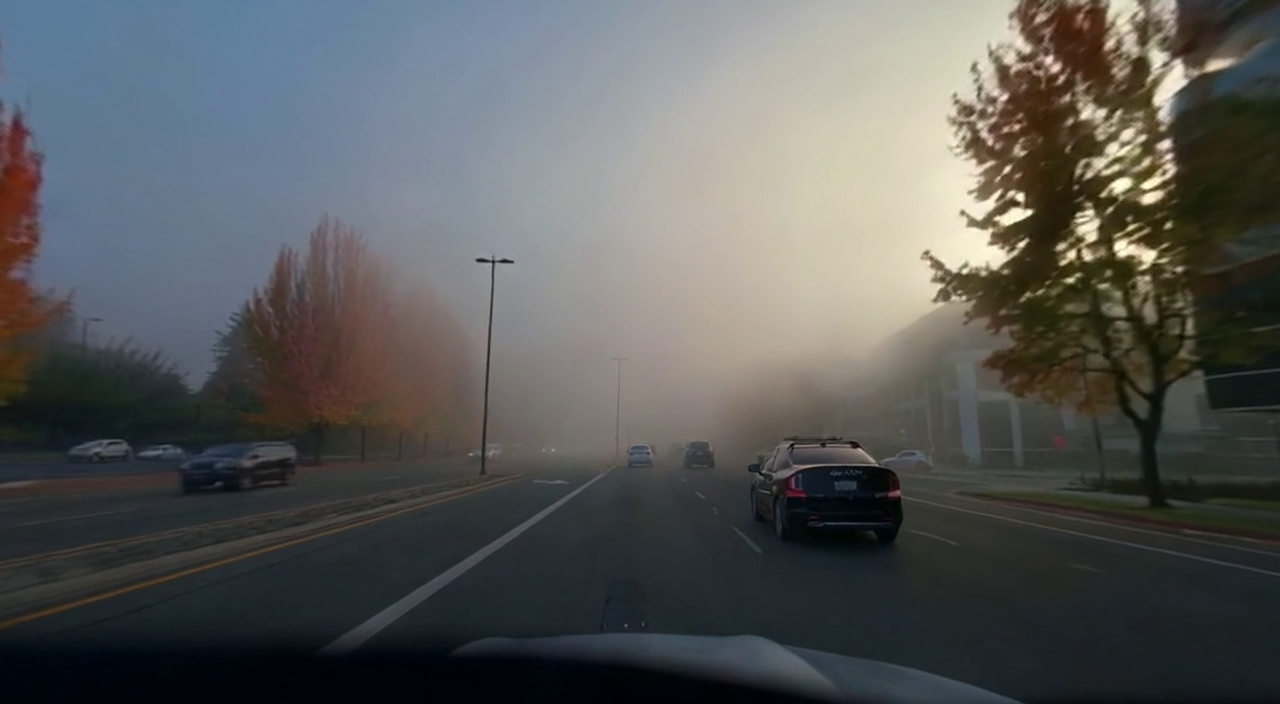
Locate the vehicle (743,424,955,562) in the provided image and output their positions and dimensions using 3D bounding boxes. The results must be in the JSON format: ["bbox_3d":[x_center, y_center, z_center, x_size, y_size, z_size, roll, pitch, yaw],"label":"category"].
[{"bbox_3d":[2.863,1.999,9.660,1.901,1.634,3.896,1,-8,0],"label":"vehicle"}]

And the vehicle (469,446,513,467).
[{"bbox_3d":[-11.136,7.812,47.532,2.055,1.479,4.693,-1,-8,2],"label":"vehicle"}]

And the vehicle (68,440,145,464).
[{"bbox_3d":[-41.504,7.788,49.202,1.920,1.763,4.591,0,-8,0],"label":"vehicle"}]

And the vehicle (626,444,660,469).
[{"bbox_3d":[0.156,6.513,39.569,1.991,1.477,3.814,0,-8,0],"label":"vehicle"}]

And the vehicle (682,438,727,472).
[{"bbox_3d":[3.826,6.192,38.280,2.154,1.844,4.634,2,-8,-1],"label":"vehicle"}]

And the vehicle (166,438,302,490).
[{"bbox_3d":[-14.866,4.094,23.441,2.064,1.697,4.381,-1,-8,1],"label":"vehicle"}]
